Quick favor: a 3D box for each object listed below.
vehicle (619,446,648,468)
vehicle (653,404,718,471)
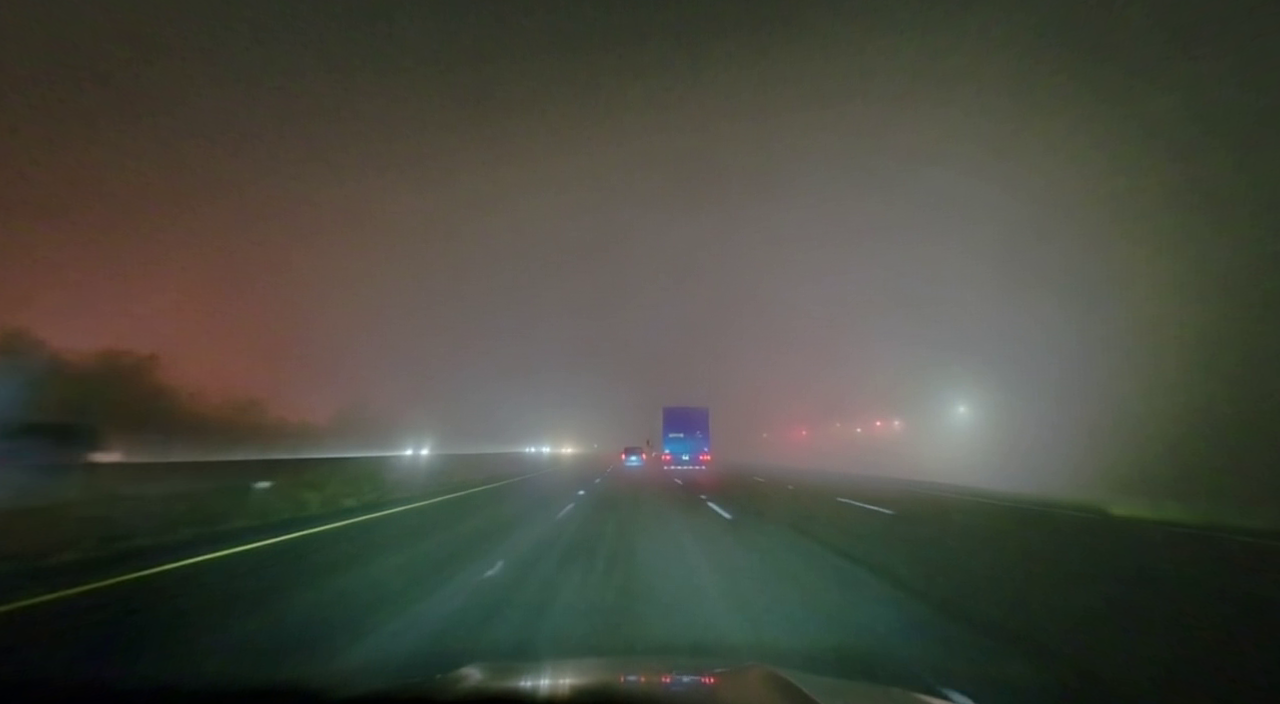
[{"bbox_3d":[-0.481,7.247,43.719,1.898,1.438,4.053,0,-9,-1],"label":"vehicle"},{"bbox_3d":[3.012,6.661,47.946,3.462,4.177,16.311,0,-9,-1],"label":"vehicle"}]
